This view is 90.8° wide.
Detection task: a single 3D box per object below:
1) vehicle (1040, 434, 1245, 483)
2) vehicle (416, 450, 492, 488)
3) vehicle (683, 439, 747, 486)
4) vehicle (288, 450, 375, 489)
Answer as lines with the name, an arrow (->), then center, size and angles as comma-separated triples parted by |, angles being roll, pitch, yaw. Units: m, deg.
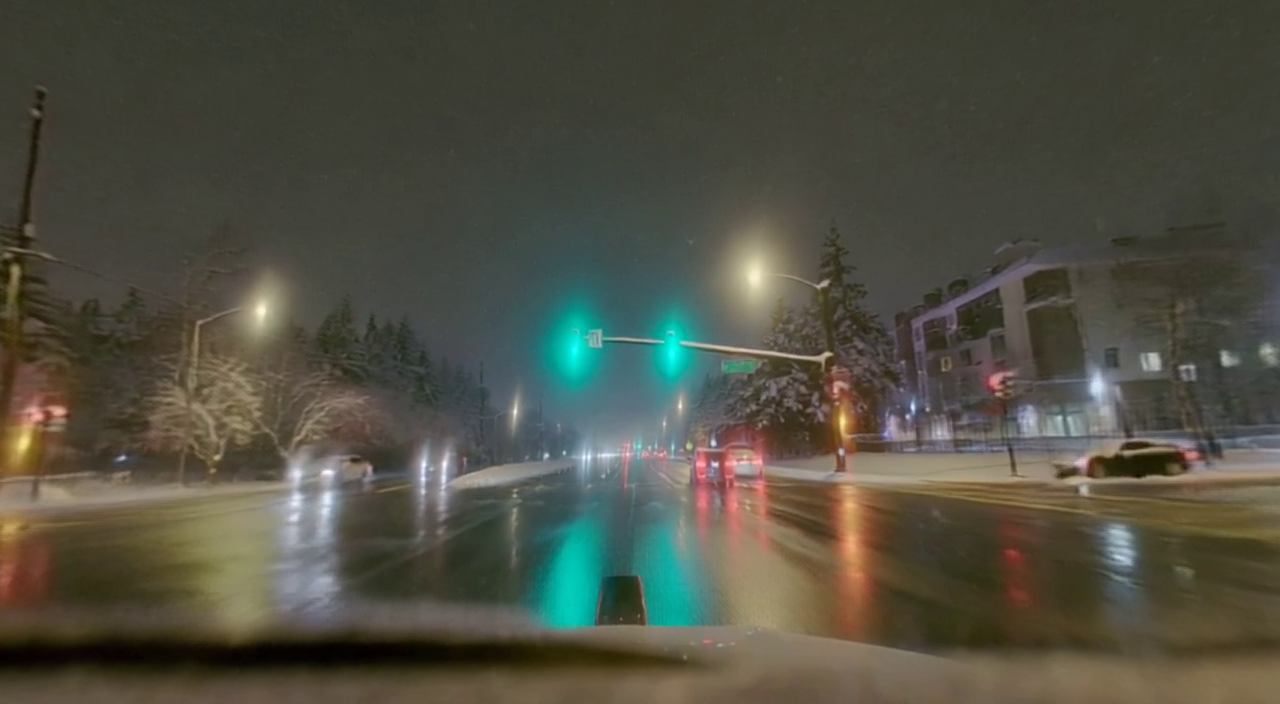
vehicle -> 16.468, 3.526, 20.983 | 4.839, 1.490, 2.134 | -1, -9, 5
vehicle -> -7.996, 5.051, 27.579 | 1.963, 1.472, 4.584 | -1, -9, -1
vehicle -> 3.074, 4.661, 26.872 | 2.069, 1.761, 4.610 | 0, -9, -1
vehicle -> -15.440, 5.867, 31.911 | 2.021, 1.786, 4.624 | -1, -9, 0
